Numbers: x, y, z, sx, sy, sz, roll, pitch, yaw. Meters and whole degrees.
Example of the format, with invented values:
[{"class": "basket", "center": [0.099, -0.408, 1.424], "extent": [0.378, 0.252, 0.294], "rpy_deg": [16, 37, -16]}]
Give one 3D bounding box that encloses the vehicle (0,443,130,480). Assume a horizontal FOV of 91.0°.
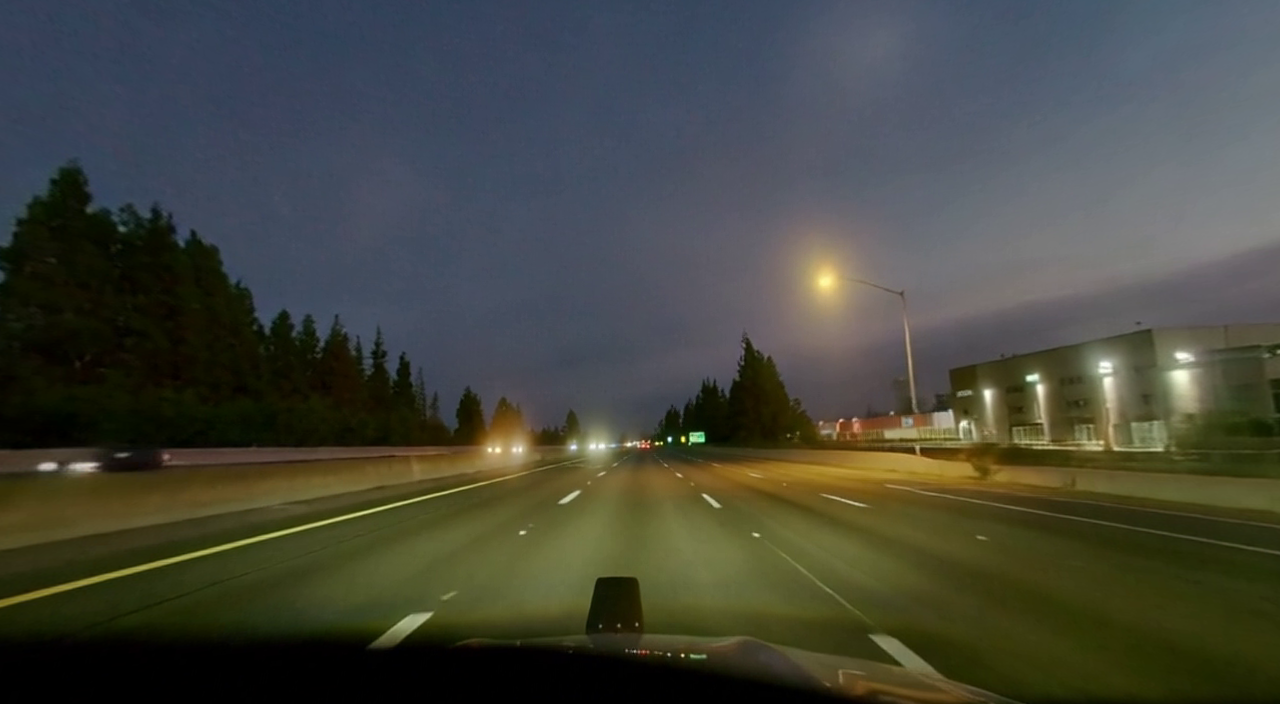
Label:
[{"class": "vehicle", "center": [-25.555, 4.800, 27.919], "extent": [1.872, 1.508, 4.652], "rpy_deg": [0, -9, 1]}]
